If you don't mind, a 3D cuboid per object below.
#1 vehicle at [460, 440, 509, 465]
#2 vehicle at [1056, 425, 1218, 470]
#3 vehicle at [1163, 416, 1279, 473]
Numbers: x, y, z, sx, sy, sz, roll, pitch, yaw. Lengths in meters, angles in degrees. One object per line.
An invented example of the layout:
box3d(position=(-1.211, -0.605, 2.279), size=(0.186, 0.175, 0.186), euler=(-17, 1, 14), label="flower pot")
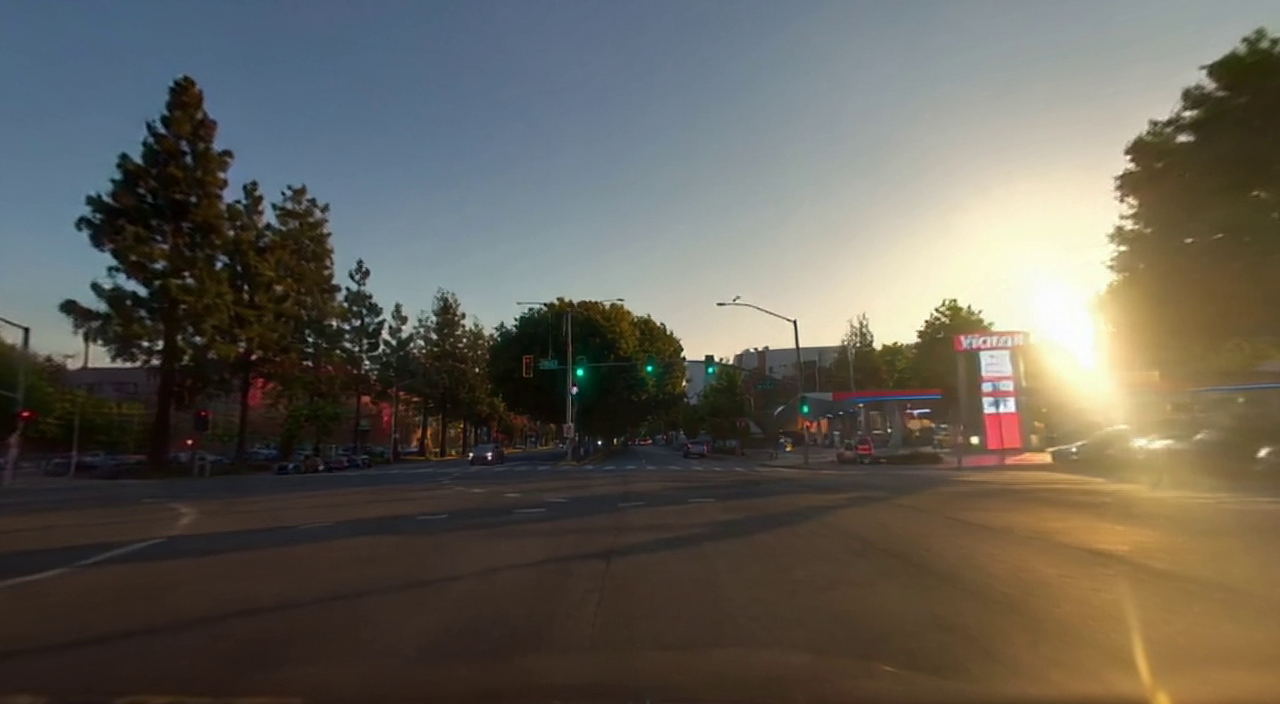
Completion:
box3d(position=(-10.121, 6.556, 41.375), size=(2.029, 1.452, 4.598), euler=(-3, -8, 0), label="vehicle")
box3d(position=(20.846, 4.010, 26.692), size=(4.966, 1.778, 2.104), euler=(-1, -8, 2), label="vehicle")
box3d(position=(20.176, 2.999, 20.601), size=(4.364, 1.737, 1.967), euler=(-1, -8, 2), label="vehicle")
